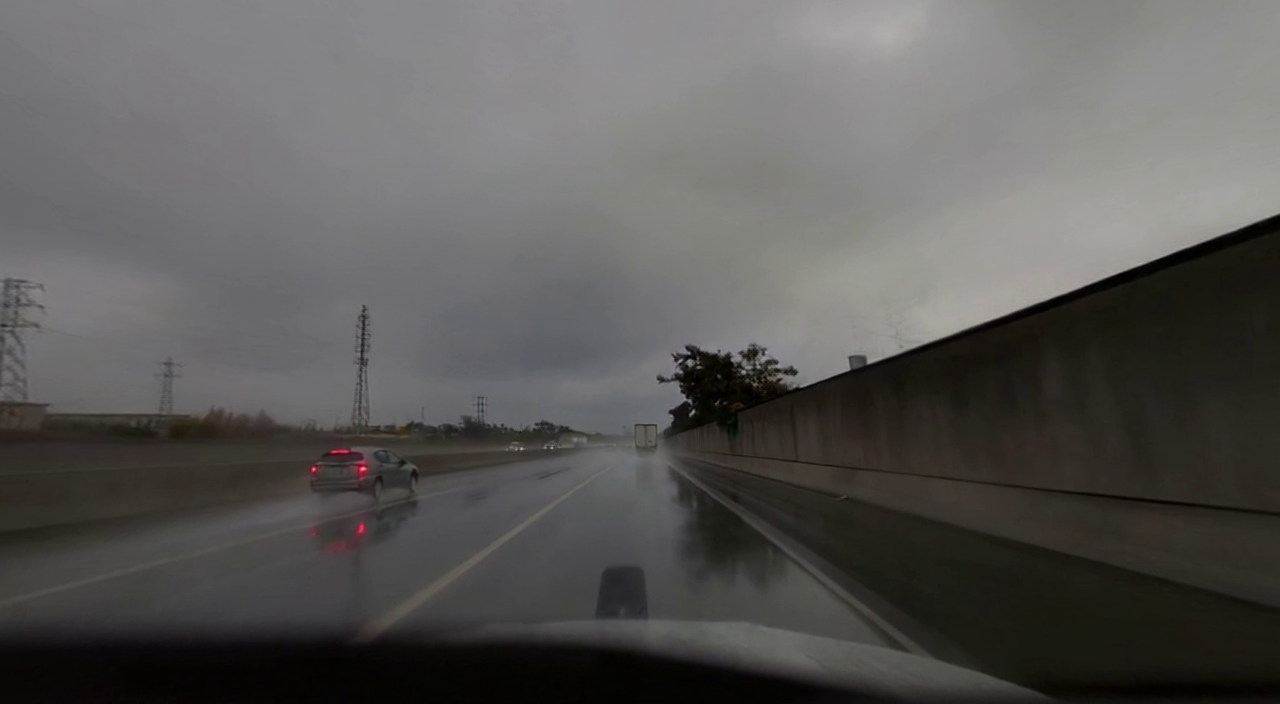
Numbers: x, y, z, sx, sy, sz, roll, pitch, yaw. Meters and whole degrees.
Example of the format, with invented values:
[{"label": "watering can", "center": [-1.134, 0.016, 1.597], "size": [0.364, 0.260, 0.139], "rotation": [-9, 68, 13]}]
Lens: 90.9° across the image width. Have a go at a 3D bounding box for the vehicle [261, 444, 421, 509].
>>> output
[{"label": "vehicle", "center": [-7.659, 3.182, 16.758], "size": [1.979, 1.470, 4.485], "rotation": [0, -8, 1]}]
